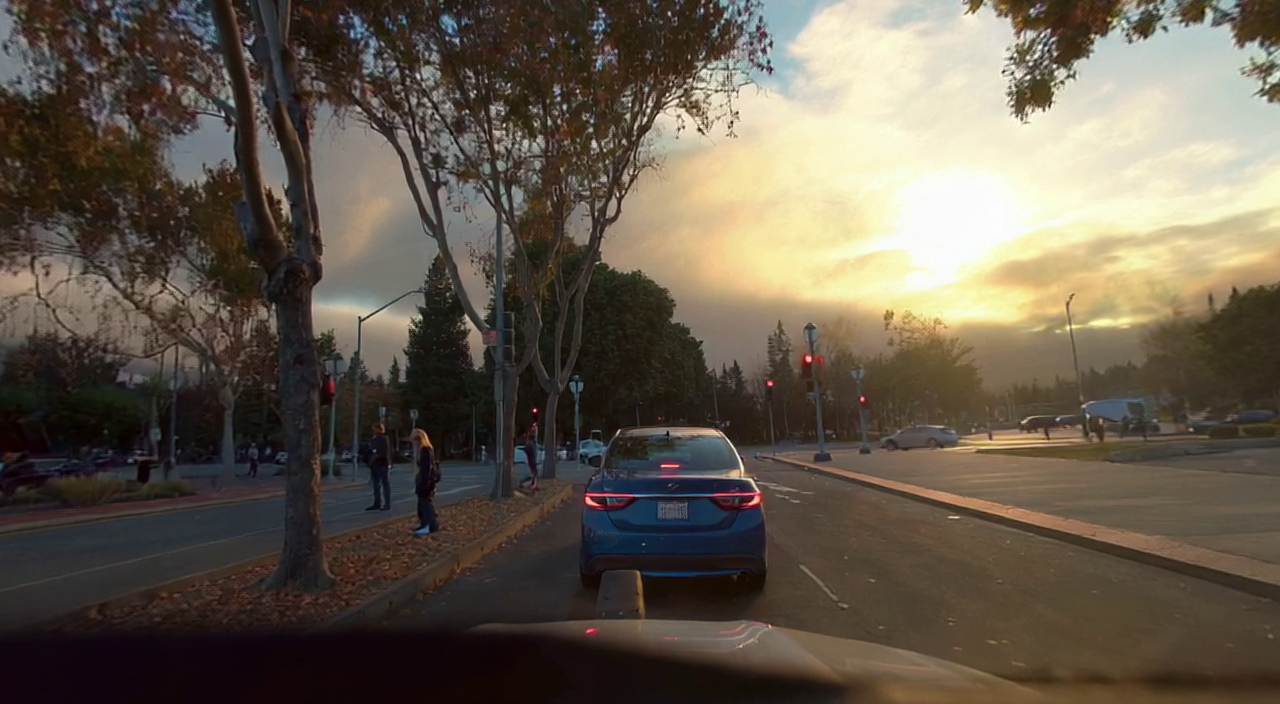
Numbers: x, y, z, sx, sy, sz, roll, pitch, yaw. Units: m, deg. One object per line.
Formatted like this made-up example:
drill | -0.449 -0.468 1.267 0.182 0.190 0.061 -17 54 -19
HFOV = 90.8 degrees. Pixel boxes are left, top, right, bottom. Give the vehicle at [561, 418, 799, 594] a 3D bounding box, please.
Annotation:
vehicle | 0.382 1.611 7.407 2.035 1.499 3.799 0 -8 1
